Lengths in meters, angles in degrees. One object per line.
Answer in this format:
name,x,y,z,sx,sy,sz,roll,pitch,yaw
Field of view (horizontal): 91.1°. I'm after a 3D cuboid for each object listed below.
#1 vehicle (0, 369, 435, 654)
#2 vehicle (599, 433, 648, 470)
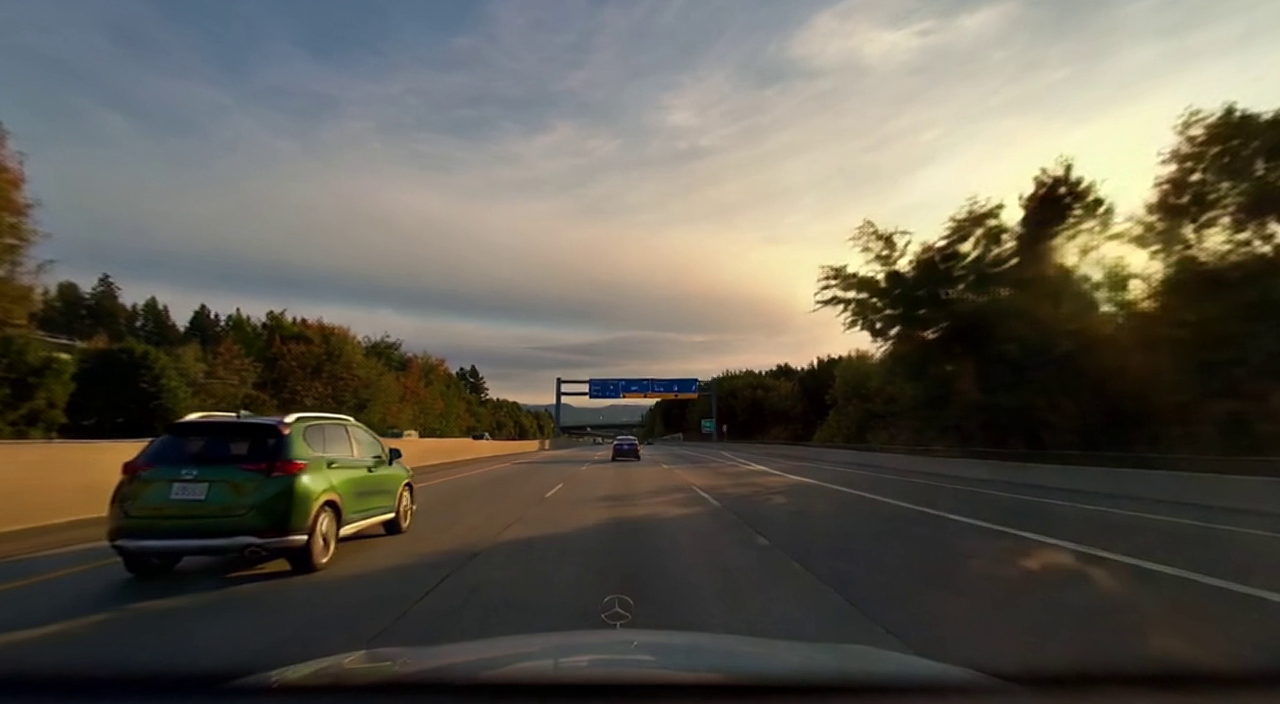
vehicle,-3.776,1.245,6.046,2.111,1.689,4.505,0,-8,-1
vehicle,-0.751,4.383,28.007,2.010,1.534,4.013,0,-8,-2
